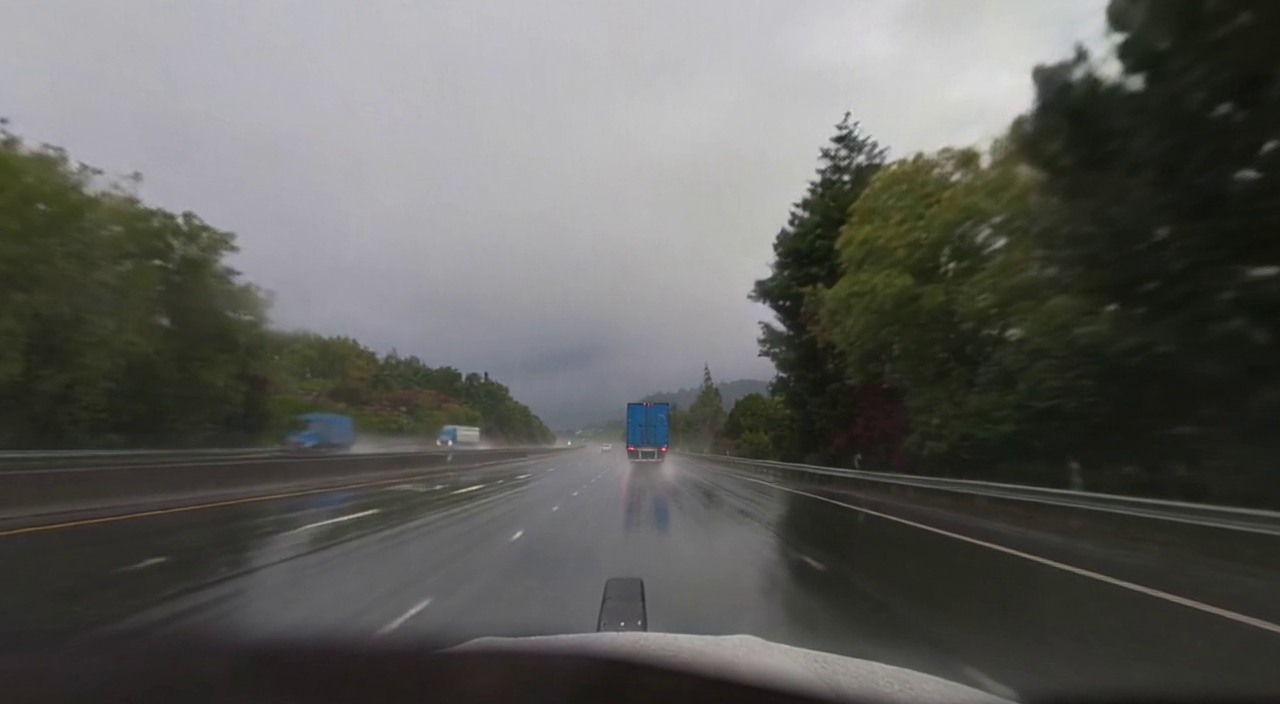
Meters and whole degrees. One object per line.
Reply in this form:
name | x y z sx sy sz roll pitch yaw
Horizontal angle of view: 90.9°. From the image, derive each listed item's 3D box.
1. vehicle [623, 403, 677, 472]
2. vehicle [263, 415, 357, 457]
vehicle | 0.430 5.820 42.222 3.055 4.009 10.972 0 -9 -2
vehicle | -19.998 5.232 38.558 2.270 2.351 5.551 -1 -10 5
